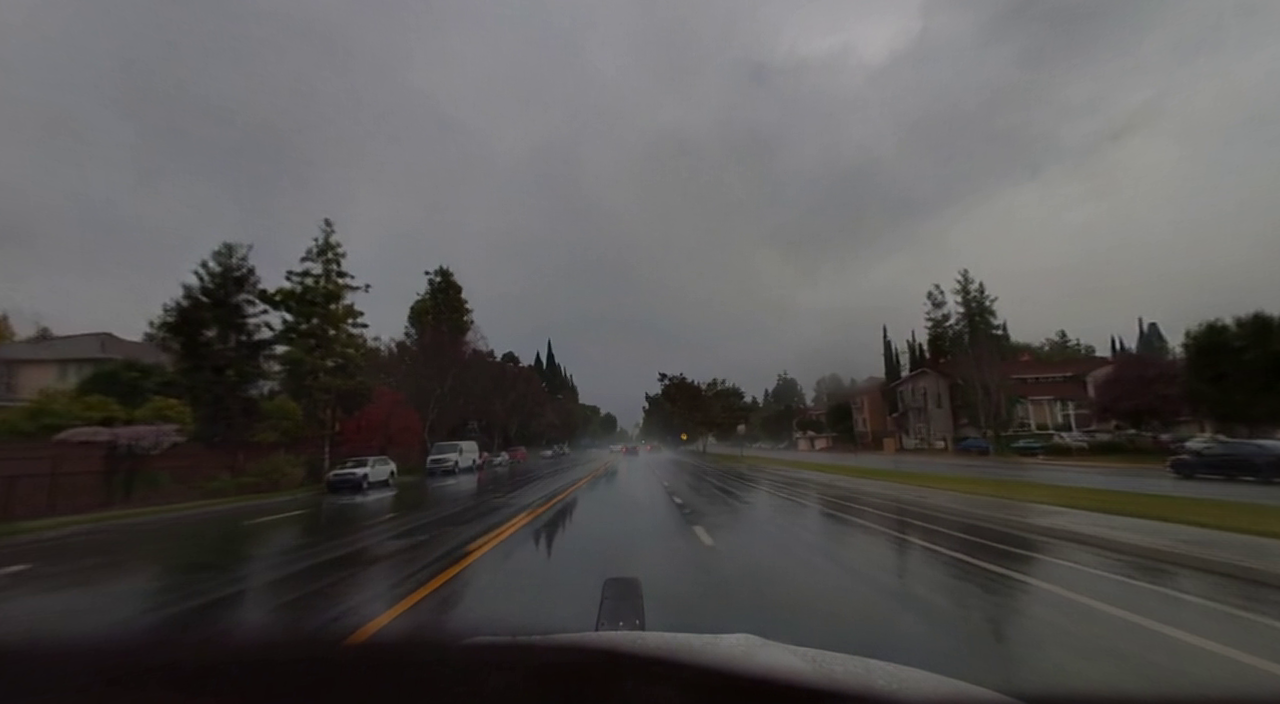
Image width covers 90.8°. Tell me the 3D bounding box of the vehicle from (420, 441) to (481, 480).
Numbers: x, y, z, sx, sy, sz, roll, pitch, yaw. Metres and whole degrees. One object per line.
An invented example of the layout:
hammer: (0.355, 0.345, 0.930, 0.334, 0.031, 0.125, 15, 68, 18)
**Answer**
vehicle: (-12.407, 7.126, 41.763, 2.630, 2.286, 5.309, -2, -9, -3)

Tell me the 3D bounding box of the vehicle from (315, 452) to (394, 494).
vehicle: (-12.401, 5.234, 27.693, 1.762, 1.552, 3.901, -3, -8, -2)
